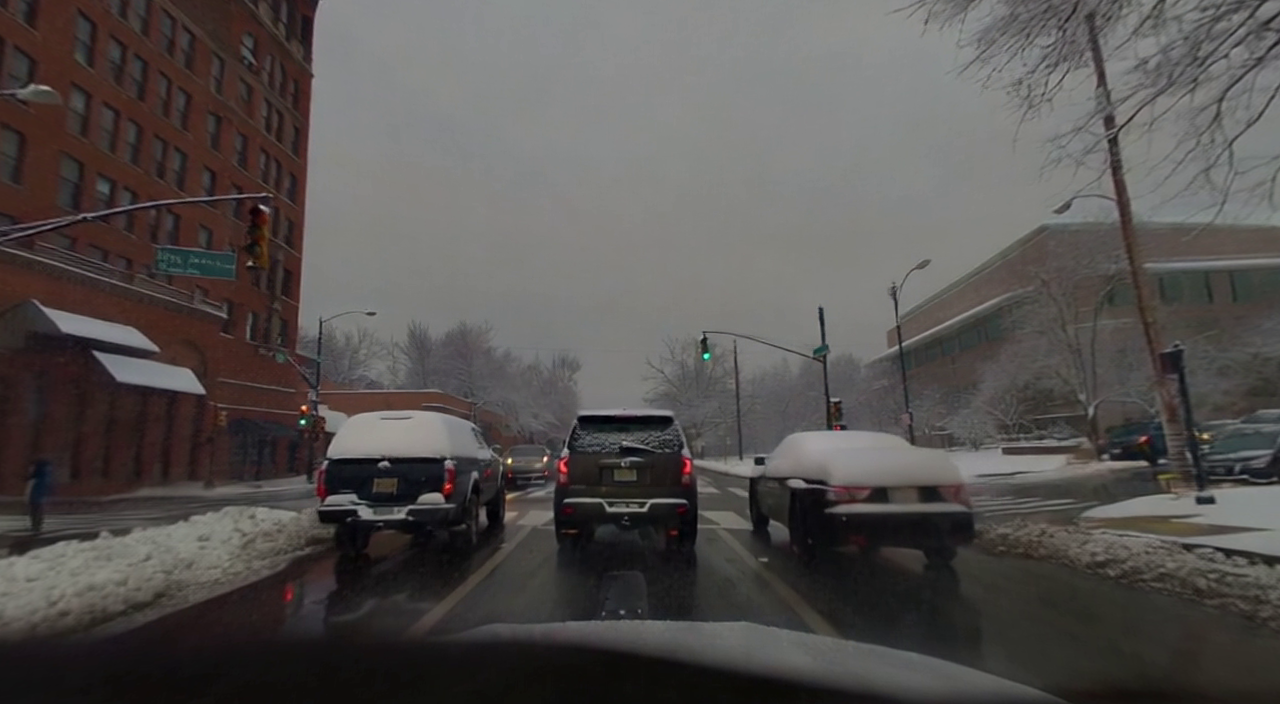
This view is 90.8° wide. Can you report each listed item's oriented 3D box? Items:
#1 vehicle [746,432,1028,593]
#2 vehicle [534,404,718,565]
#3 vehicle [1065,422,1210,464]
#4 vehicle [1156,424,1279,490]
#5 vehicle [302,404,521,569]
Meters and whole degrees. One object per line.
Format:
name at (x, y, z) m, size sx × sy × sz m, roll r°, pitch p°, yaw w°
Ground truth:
vehicle at (2.635, 1.793, 7.963) m, size 1.852 × 1.462 × 4.155 m, roll 0°, pitch -8°, yaw 0°
vehicle at (-0.185, 1.863, 9.611) m, size 2.105 × 1.842 × 4.537 m, roll 0°, pitch -8°, yaw -1°
vehicle at (20.819, 3.843, 26.581) m, size 4.355 × 1.663 × 1.948 m, roll 0°, pitch -8°, yaw 1°
vehicle at (17.432, 2.938, 17.617) m, size 4.547 × 1.720 × 1.624 m, roll 0°, pitch -12°, yaw -1°
vehicle at (-2.953, 1.814, 9.256) m, size 1.855 × 1.812 × 4.244 m, roll 0°, pitch -8°, yaw -4°
